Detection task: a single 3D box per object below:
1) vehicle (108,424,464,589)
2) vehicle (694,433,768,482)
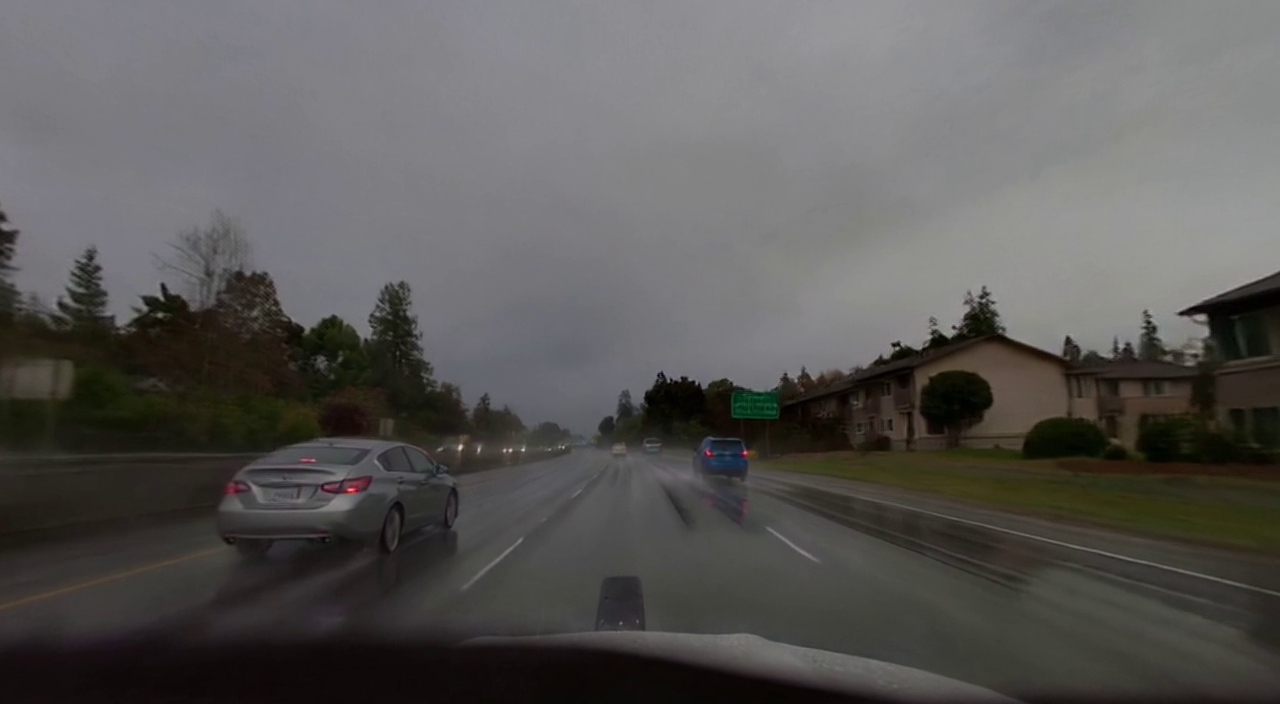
[{"bbox_3d":[-3.927,1.775,8.139,2.036,1.528,4.400,0,-9,0],"label":"vehicle"},{"bbox_3d":[3.369,4.036,24.284,2.092,1.686,4.188,0,-9,-2],"label":"vehicle"}]
